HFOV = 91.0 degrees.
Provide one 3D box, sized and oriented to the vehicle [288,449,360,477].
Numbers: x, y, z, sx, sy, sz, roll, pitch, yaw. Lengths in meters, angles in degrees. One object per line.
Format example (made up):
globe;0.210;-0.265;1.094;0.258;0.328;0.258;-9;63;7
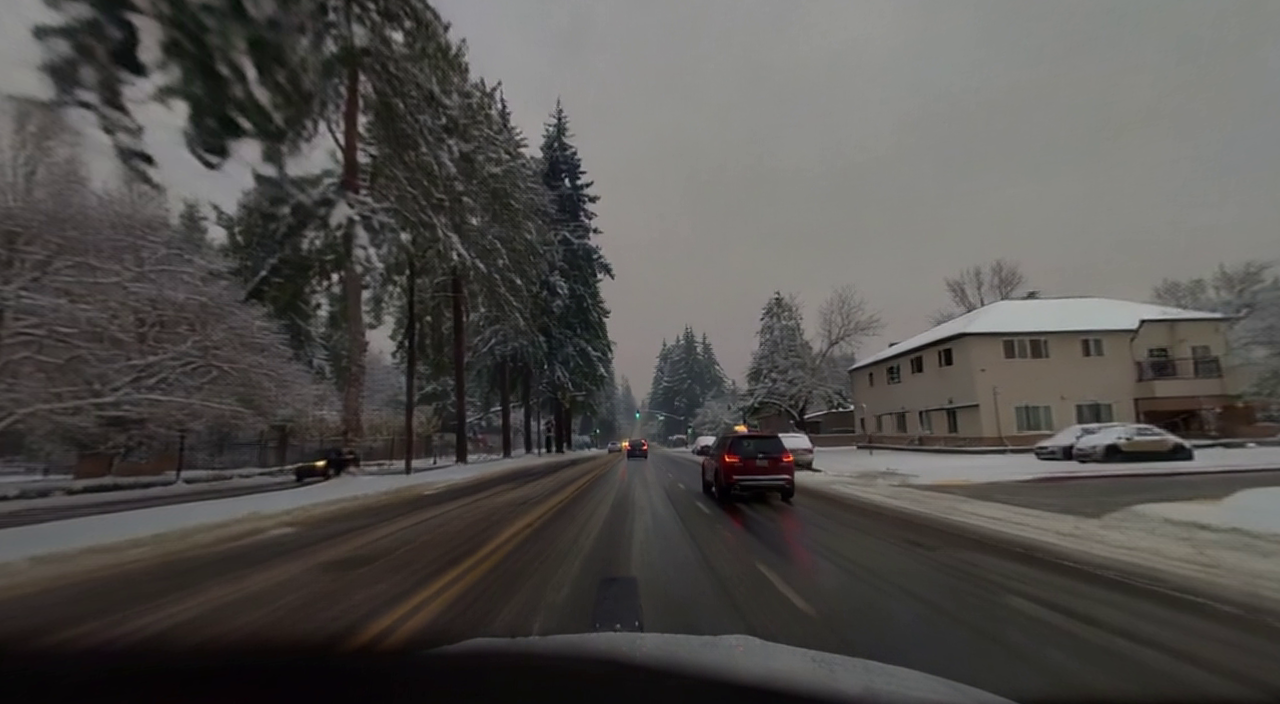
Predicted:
vehicle;-17.903;6.294;35.958;1.865;1.452;4.504;0;-8;-1

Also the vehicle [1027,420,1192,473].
vehicle;17.426;3.573;23.820;2.131;1.782;5.183;0;-8;-2

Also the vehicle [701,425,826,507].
vehicle;2.724;2.627;14.904;2.022;1.656;4.025;0;-8;-2
